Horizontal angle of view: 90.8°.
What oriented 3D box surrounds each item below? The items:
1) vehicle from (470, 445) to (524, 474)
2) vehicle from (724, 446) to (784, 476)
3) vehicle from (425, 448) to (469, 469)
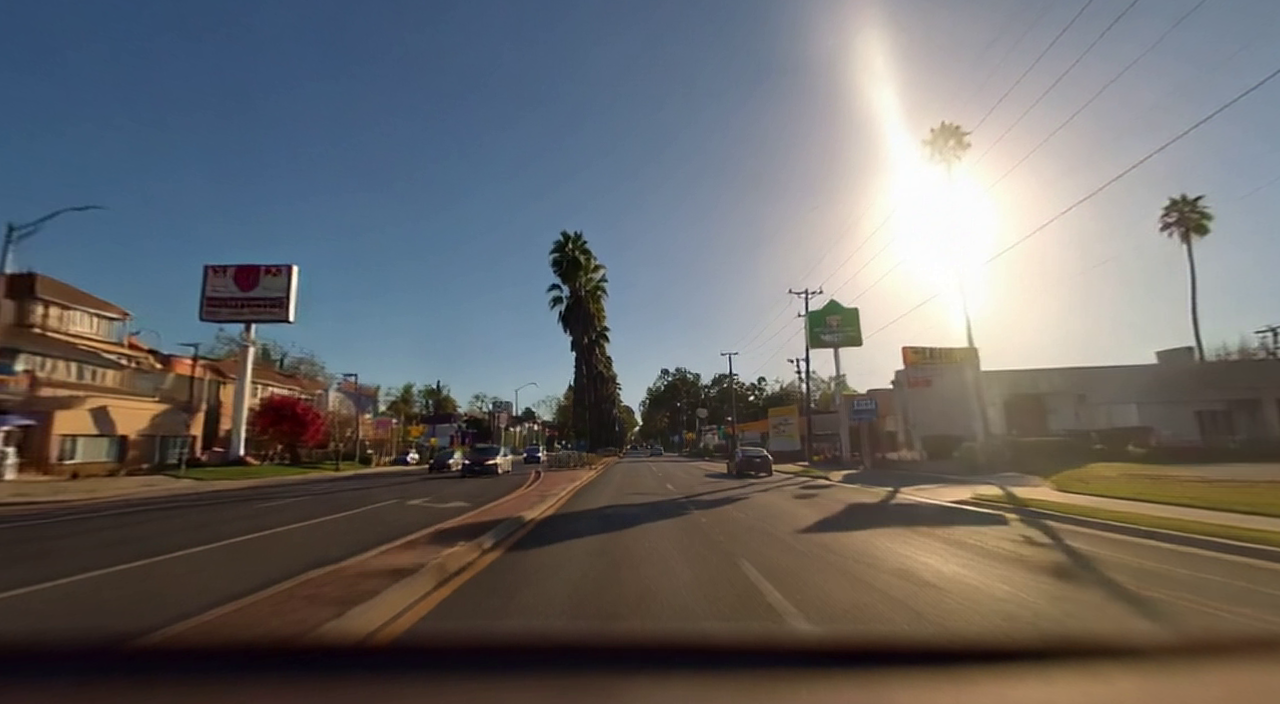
[{"bbox_3d":[-8.006,6.063,35.880,1.946,1.471,4.587,0,-9,1],"label":"vehicle"},{"bbox_3d":[5.920,5.709,33.373,2.261,1.479,4.403,0,-9,-2],"label":"vehicle"},{"bbox_3d":[-14.954,8.232,49.138,1.882,1.491,4.504,-1,-9,2],"label":"vehicle"}]
